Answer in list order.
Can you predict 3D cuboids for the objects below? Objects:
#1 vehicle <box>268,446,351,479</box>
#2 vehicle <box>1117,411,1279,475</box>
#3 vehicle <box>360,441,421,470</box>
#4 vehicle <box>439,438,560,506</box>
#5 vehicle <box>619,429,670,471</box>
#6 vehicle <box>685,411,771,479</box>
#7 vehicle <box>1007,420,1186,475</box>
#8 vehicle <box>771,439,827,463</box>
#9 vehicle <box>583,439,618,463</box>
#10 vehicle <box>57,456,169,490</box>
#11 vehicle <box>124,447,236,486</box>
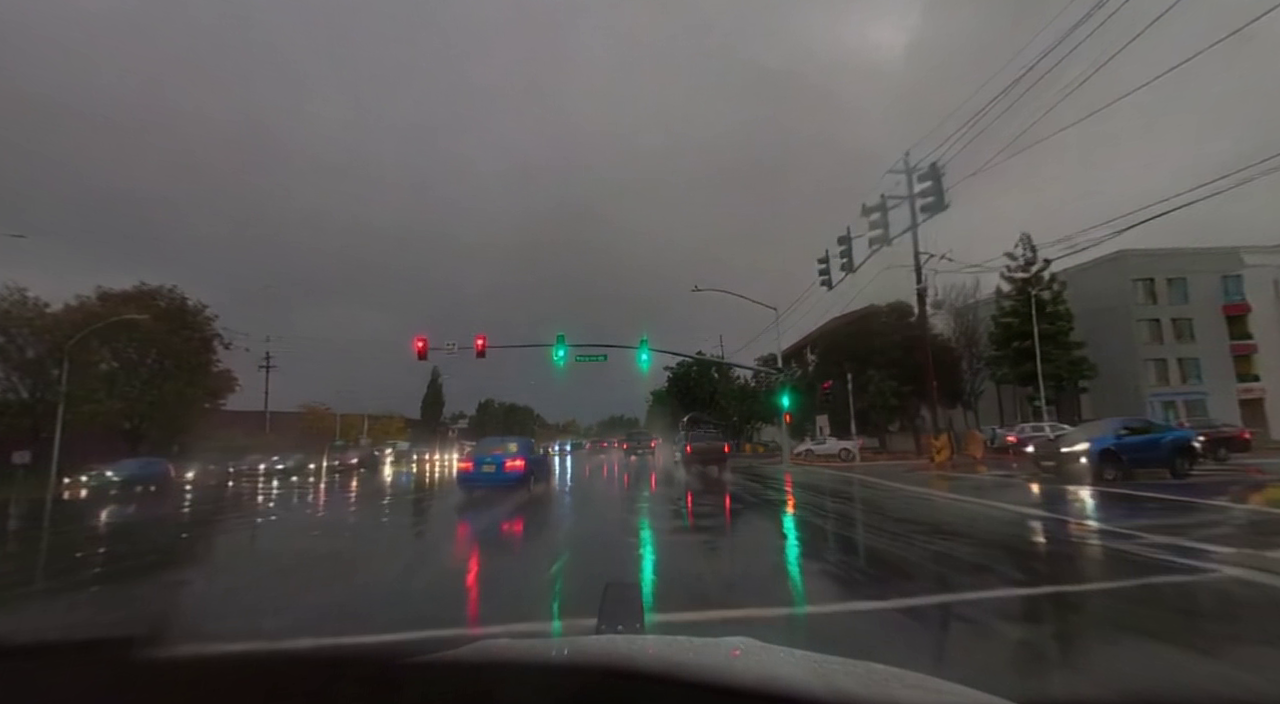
[{"bbox_3d":[-17.946,5.988,34.599,1.958,1.683,4.559,0,-9,2],"label":"vehicle"},{"bbox_3d":[17.411,2.757,18.949,4.782,1.768,2.152,2,-9,-11],"label":"vehicle"},{"bbox_3d":[-17.353,7.236,44.292,2.000,1.894,5.301,0,-9,1],"label":"vehicle"},{"bbox_3d":[-3.403,3.002,16.289,1.939,1.494,4.499,0,-9,2],"label":"vehicle"},{"bbox_3d":[0.342,5.493,35.488,2.643,2.145,5.585,-1,-9,3],"label":"vehicle"},{"bbox_3d":[3.728,4.184,28.463,2.905,2.636,6.895,0,-8,1],"label":"vehicle"},{"bbox_3d":[15.467,3.273,21.533,4.681,1.756,2.109,2,-9,-9],"label":"vehicle"},{"bbox_3d":[11.644,7.283,46.499,2.010,1.633,4.246,2,-9,-17],"label":"vehicle"},{"bbox_3d":[-3.013,7.620,48.634,2.273,1.749,4.385,0,-9,2],"label":"vehicle"},{"bbox_3d":[-28.014,6.414,33.815,1.985,1.609,4.536,-1,-9,1],"label":"vehicle"},{"bbox_3d":[-24.421,6.068,33.815,2.224,1.759,4.994,-4,-9,0],"label":"vehicle"}]
